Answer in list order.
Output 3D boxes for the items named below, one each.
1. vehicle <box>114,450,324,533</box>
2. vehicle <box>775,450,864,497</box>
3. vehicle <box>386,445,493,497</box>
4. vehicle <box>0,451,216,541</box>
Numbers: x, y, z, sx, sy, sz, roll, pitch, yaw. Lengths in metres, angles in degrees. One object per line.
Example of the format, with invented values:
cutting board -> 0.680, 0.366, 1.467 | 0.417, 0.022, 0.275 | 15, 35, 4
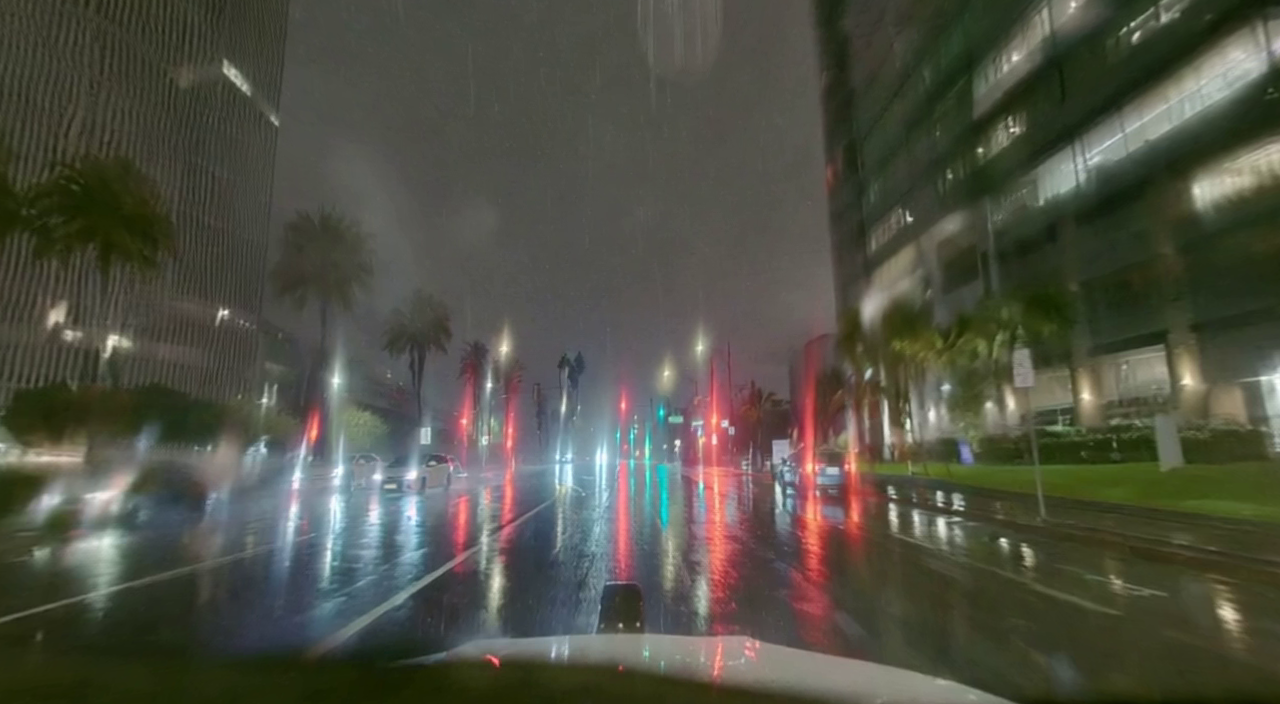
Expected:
vehicle -> -9.938, 3.266, 15.522 | 1.952, 1.531, 4.750 | -4, -8, 0
vehicle -> 5.655, 3.855, 20.387 | 1.784, 1.350, 3.677 | 0, -8, 0
vehicle -> -6.502, 3.882, 21.090 | 2.069, 1.512, 4.406 | 0, -8, 1
vehicle -> -13.308, 3.524, 16.133 | 1.993, 1.706, 4.469 | -6, -8, -2
